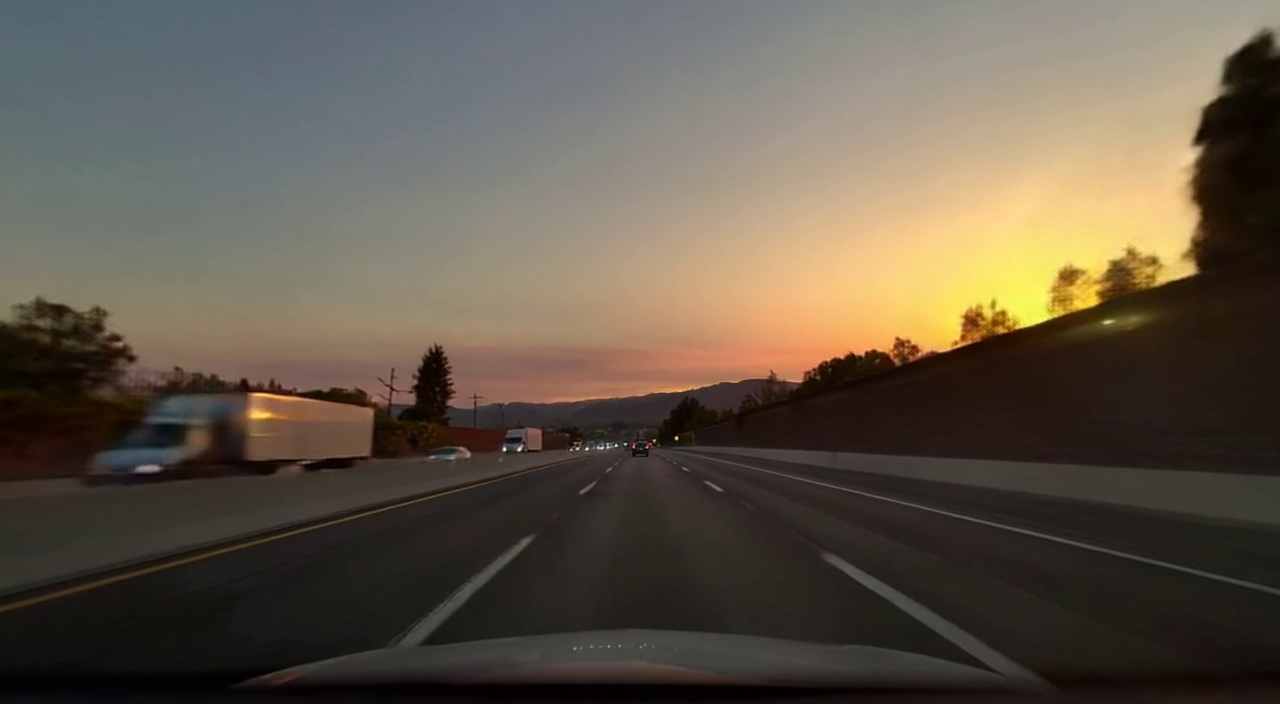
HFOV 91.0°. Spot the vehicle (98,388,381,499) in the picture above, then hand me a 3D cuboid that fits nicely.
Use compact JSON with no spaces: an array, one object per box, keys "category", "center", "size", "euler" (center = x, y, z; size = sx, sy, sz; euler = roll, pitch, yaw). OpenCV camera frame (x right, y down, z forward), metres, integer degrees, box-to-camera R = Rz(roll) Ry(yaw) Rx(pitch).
[{"category":"vehicle","center":[-18.230,4.592,31.653],"size":[3.275,4.067,16.823],"euler":[0,-8,0]}]

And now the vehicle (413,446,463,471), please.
[{"category":"vehicle","center":[-13.788,7.289,43.125],"size":[1.905,1.587,4.385],"euler":[0,-8,0]}]
